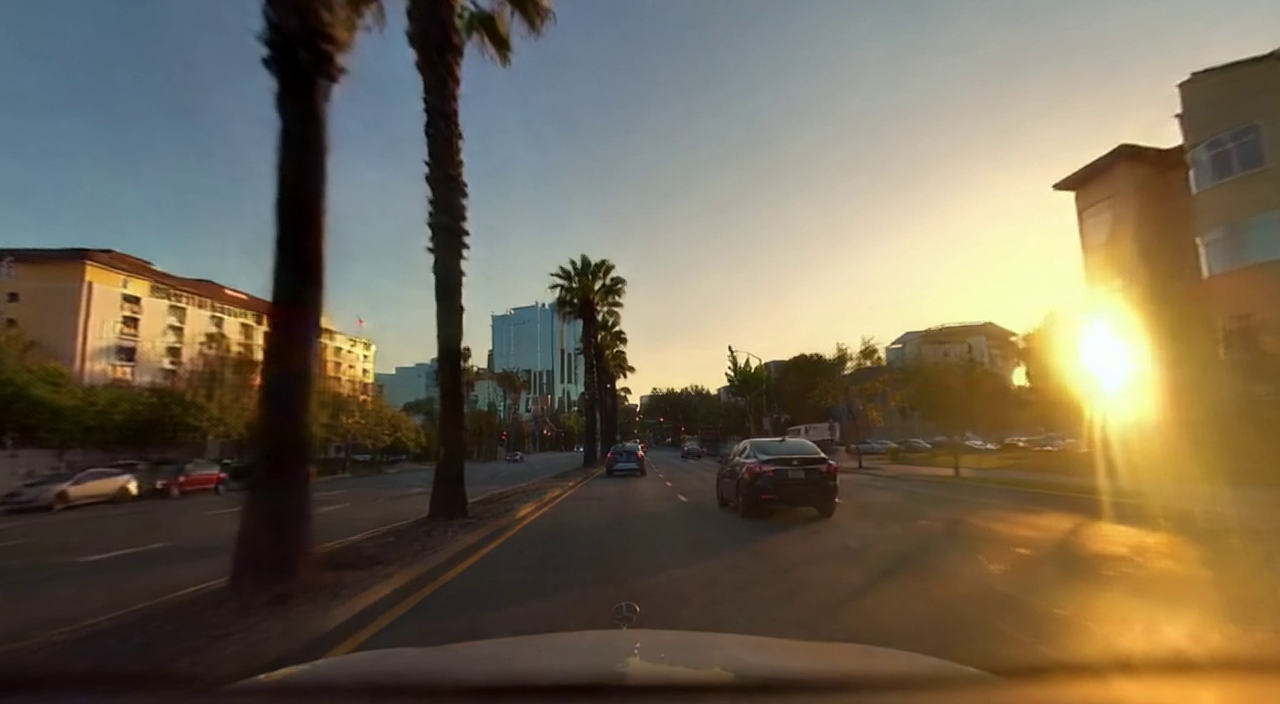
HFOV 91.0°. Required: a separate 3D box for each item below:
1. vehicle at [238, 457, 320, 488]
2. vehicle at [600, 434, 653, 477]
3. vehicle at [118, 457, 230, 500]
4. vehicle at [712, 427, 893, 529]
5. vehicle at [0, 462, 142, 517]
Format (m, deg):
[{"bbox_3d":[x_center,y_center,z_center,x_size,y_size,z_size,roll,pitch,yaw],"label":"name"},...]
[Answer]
[{"bbox_3d":[-19.540,6.521,34.302,1.847,1.466,4.530,0,-9,-1],"label":"vehicle"},{"bbox_3d":[-0.601,4.770,29.143,2.277,1.816,4.192,0,-9,-1],"label":"vehicle"},{"bbox_3d":[-19.707,5.321,26.844,1.753,1.600,4.040,0,-9,-2],"label":"vehicle"},{"bbox_3d":[2.849,2.356,12.358,2.195,1.590,4.668,0,-9,-1],"label":"vehicle"},{"bbox_3d":[-19.436,4.507,21.055,1.920,1.505,4.351,0,-9,1],"label":"vehicle"}]
